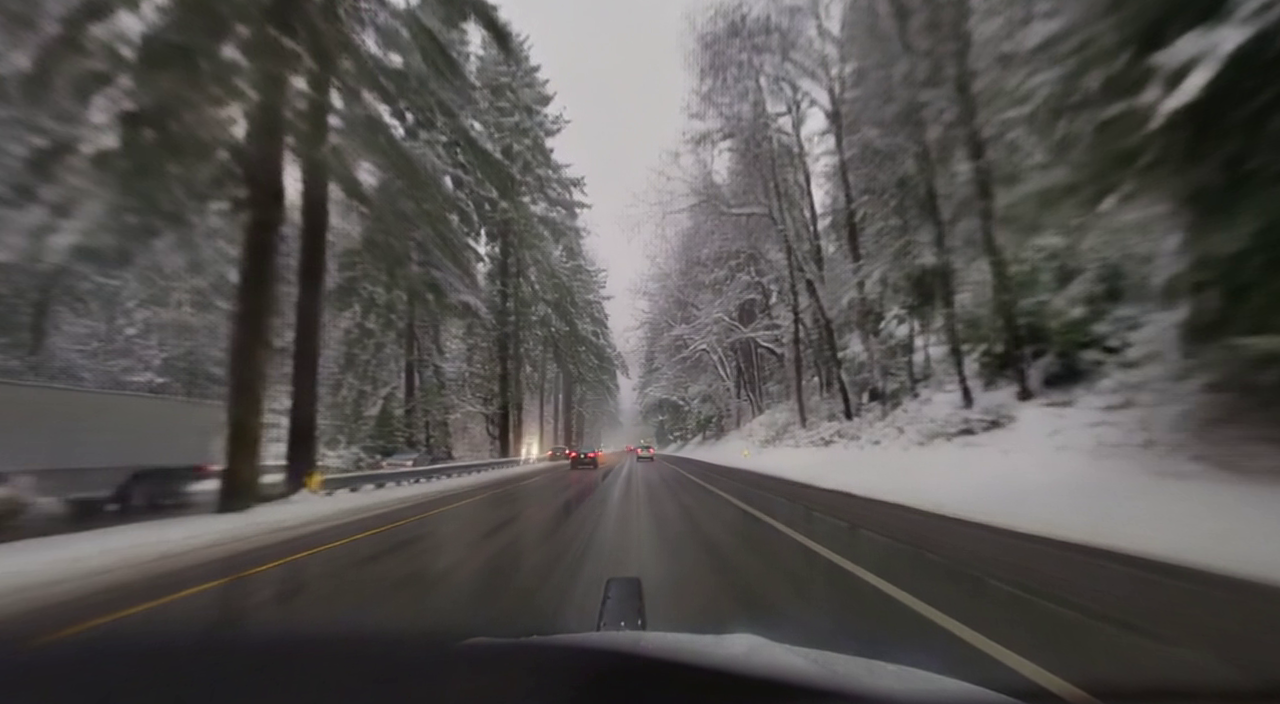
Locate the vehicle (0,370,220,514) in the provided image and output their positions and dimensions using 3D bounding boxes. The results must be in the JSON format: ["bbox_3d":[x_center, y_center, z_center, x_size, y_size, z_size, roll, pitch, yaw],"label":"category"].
[{"bbox_3d":[-19.103,2.786,19.298,2.881,3.904,14.146,0,-9,-1],"label":"vehicle"}]

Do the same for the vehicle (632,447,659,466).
[{"bbox_3d":[0.391,7.966,48.109,1.989,1.402,3.831,0,-9,-1],"label":"vehicle"}]

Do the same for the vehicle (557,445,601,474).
[{"bbox_3d":[-3.332,5.972,35.314,2.112,1.498,4.117,0,-9,-1],"label":"vehicle"}]
